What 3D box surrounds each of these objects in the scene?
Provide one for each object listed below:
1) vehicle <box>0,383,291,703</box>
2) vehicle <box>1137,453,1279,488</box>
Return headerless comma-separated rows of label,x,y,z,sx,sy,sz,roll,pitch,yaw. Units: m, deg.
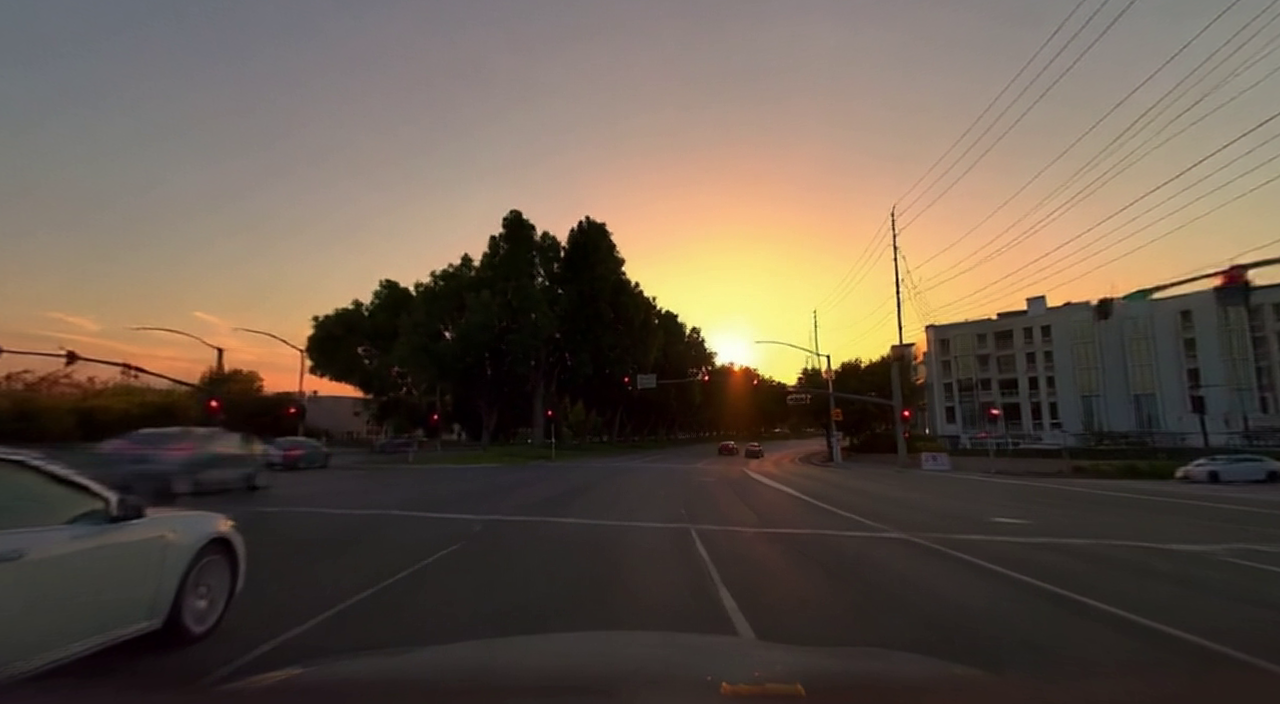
vehicle,-3.268,0.811,1.988,1.934,1.463,4.220,0,-8,0
vehicle,25.248,5.207,27.952,4.636,1.433,1.930,-2,-9,9
